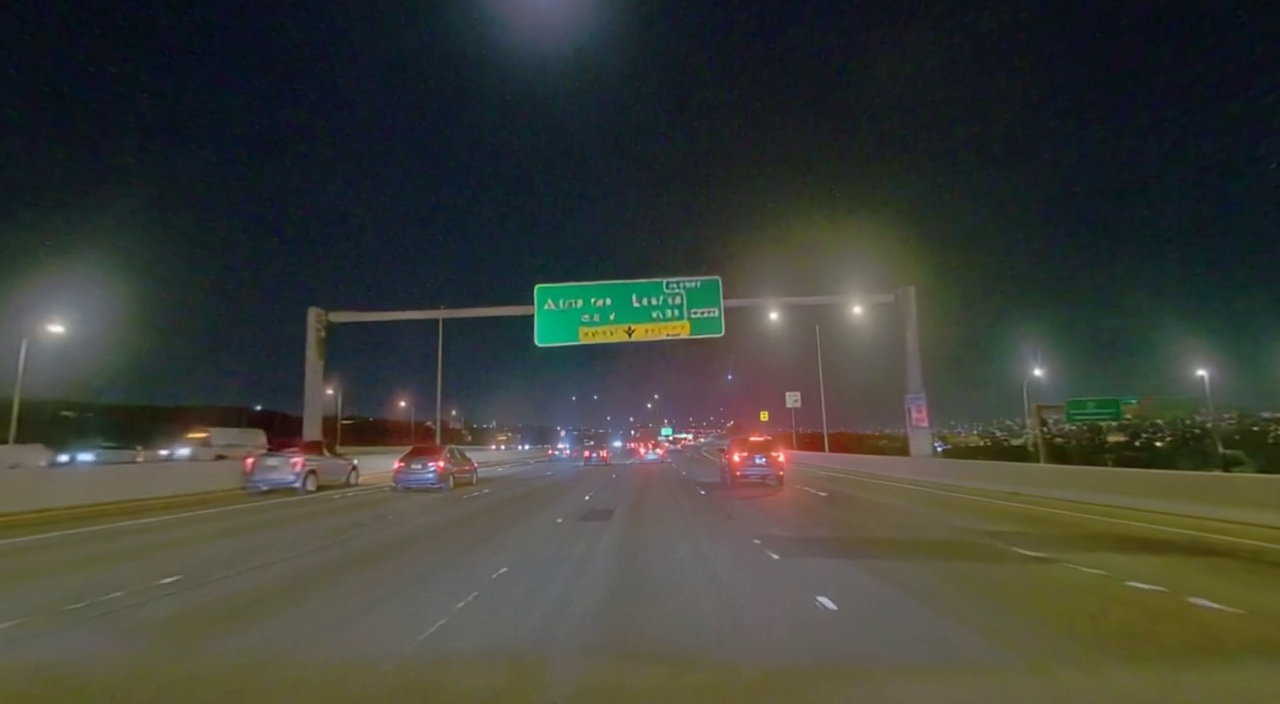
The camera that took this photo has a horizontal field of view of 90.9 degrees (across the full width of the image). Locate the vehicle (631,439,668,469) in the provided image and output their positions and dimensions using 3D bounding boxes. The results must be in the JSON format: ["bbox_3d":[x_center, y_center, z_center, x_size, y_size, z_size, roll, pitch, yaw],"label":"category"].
[{"bbox_3d":[0.585,6.187,38.439,2.133,1.739,3.925,0,-8,1],"label":"vehicle"}]

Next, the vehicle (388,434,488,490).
[{"bbox_3d":[-6.637,3.641,21.181,1.946,1.688,4.019,0,-8,1],"label":"vehicle"}]

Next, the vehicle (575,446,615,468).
[{"bbox_3d":[-2.927,6.958,41.993,2.205,1.406,4.286,0,-8,2],"label":"vehicle"}]

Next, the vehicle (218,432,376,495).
[{"bbox_3d":[-11.203,3.667,21.227,2.292,1.848,5.285,0,-8,0],"label":"vehicle"}]

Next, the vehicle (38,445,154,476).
[{"bbox_3d":[-29.769,5.914,34.750,2.100,1.589,4.861,0,-8,-1],"label":"vehicle"}]

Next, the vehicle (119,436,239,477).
[{"bbox_3d":[-22.327,5.060,30.864,2.065,1.793,5.041,0,-8,0],"label":"vehicle"}]

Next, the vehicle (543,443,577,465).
[{"bbox_3d":[-6.032,7.784,48.235,1.992,1.604,3.966,0,-8,1],"label":"vehicle"}]

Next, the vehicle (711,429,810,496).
[{"bbox_3d":[3.575,3.378,19.666,2.083,1.823,4.627,0,-8,-1],"label":"vehicle"}]
